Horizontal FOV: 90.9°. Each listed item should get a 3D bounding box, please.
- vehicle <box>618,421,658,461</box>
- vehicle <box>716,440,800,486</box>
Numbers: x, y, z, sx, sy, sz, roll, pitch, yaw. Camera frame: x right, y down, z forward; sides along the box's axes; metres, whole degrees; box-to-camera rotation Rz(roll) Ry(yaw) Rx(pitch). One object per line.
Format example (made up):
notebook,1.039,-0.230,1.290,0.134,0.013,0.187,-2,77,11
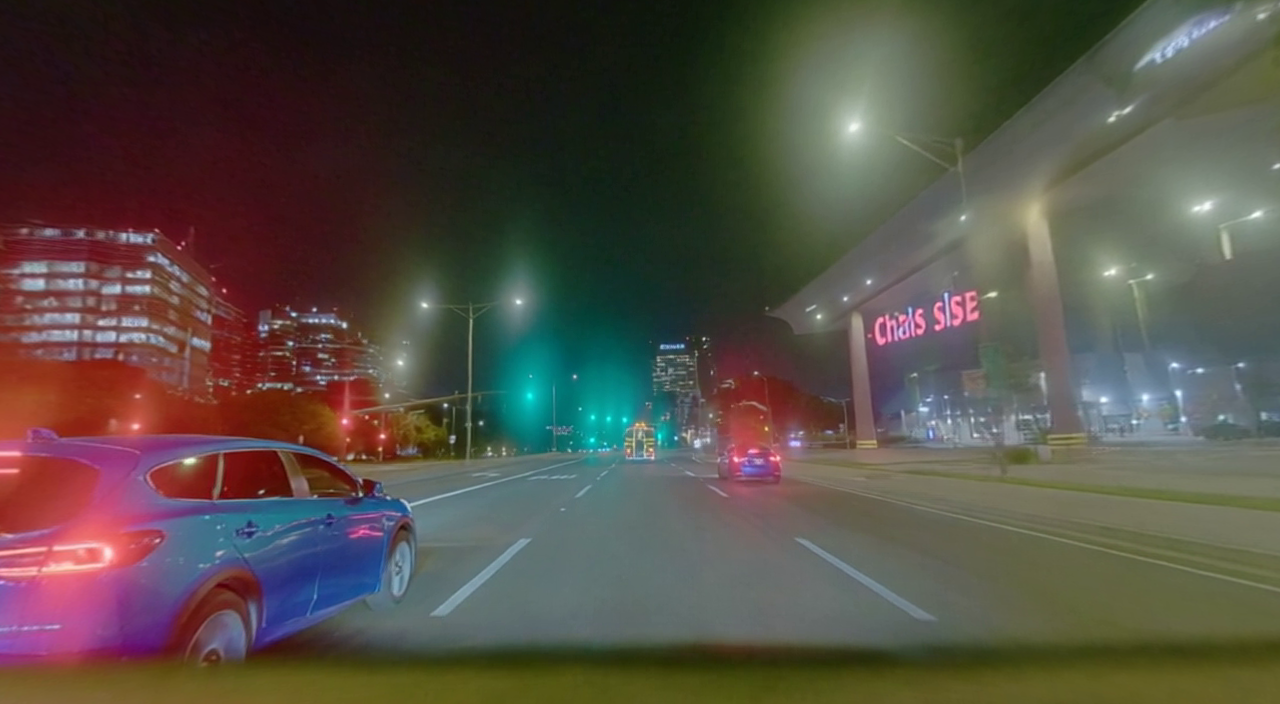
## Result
vehicle,-0.115,6.942,49.191,2.833,2.879,6.572,0,-8,1
vehicle,4.035,3.880,22.468,2.005,1.442,4.675,0,-8,-1
